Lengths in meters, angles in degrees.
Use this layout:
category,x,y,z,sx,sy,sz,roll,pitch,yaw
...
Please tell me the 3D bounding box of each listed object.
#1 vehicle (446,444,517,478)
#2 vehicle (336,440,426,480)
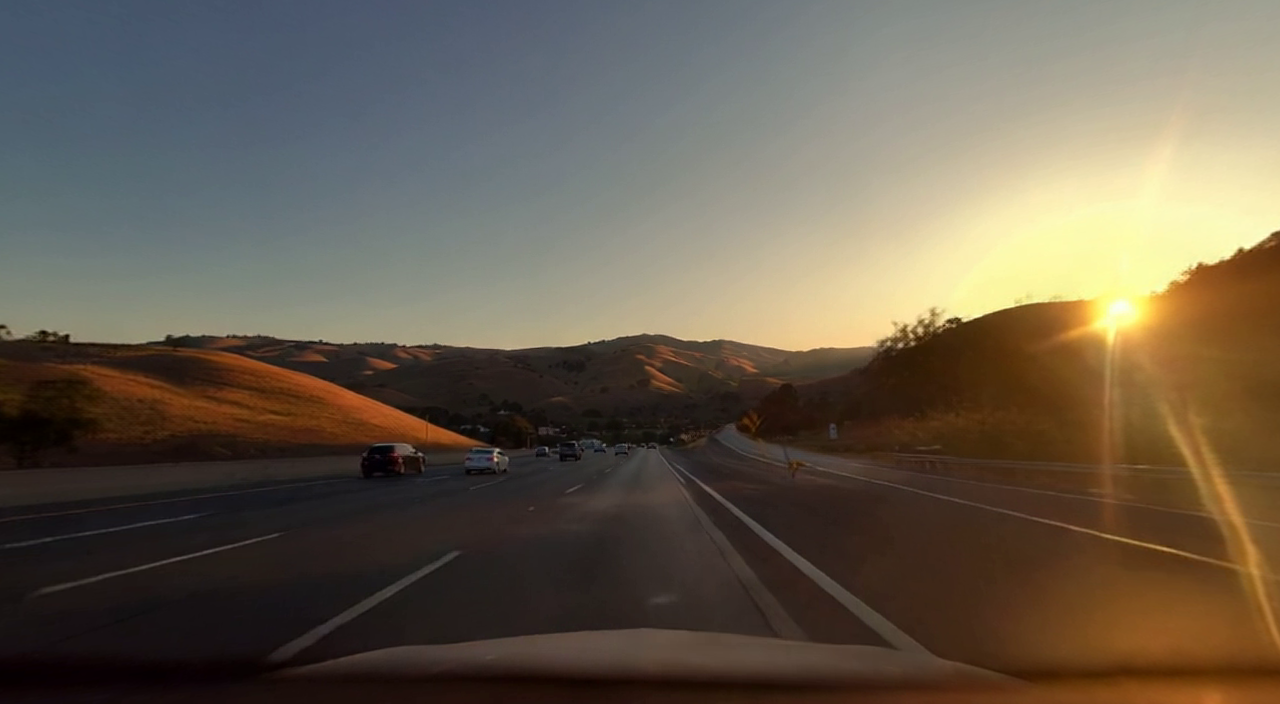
category,x,y,z,sx,sy,sz,roll,pitch,yaw
vehicle,-7.338,5.092,29.692,2.107,1.484,4.449,0,-9,1
vehicle,-11.510,4.839,28.452,2.020,1.645,4.629,0,-9,1
